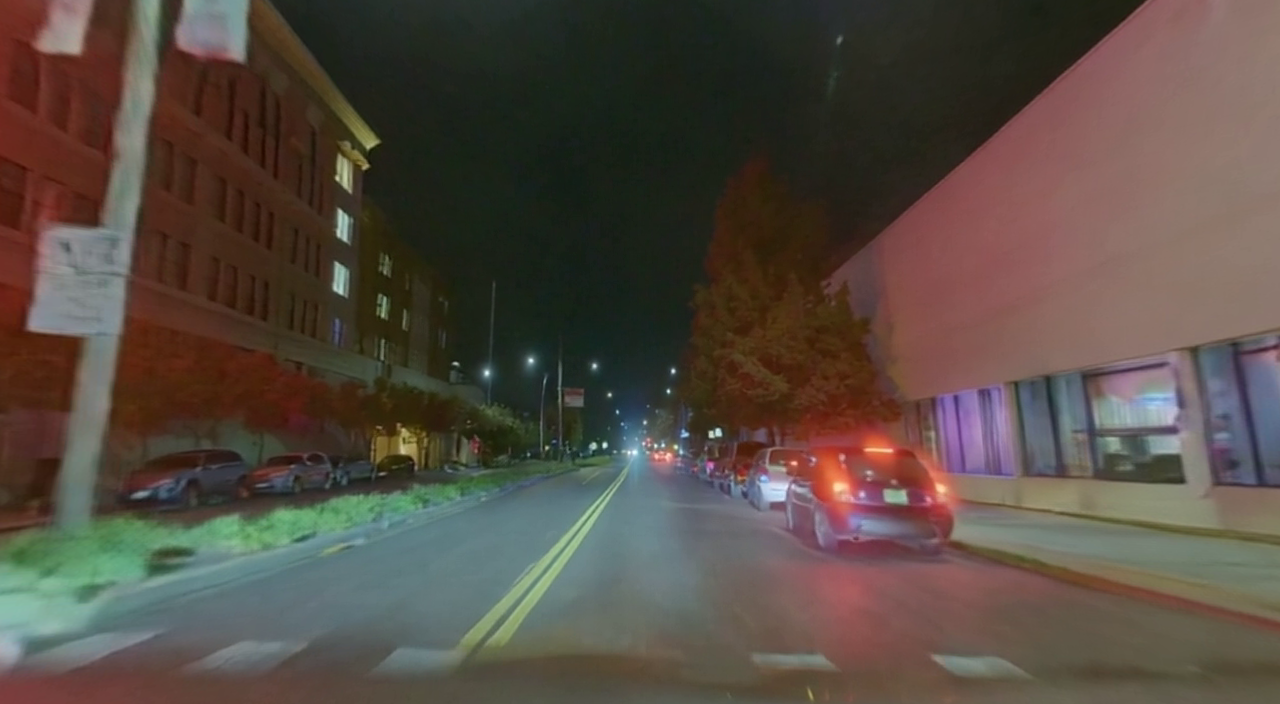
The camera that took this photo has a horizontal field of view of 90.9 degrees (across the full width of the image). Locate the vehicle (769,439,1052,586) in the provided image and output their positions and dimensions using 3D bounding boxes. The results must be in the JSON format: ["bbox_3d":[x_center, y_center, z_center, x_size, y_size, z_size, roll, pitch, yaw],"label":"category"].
[{"bbox_3d":[3.357,2.062,9.019,2.120,1.560,4.402,0,-9,0],"label":"vehicle"}]

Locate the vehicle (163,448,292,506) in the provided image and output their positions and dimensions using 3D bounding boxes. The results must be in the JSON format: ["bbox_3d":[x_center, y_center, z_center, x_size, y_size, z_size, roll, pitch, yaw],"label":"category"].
[{"bbox_3d":[-12.176,3.560,18.500,4.379,1.480,1.956,-8,-12,41],"label":"vehicle"}]

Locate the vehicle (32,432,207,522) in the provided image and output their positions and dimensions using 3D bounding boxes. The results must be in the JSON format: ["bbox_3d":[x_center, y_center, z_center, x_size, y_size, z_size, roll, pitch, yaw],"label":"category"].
[{"bbox_3d":[-12.445,2.865,14.996,4.447,1.790,2.206,-7,-11,39],"label":"vehicle"}]

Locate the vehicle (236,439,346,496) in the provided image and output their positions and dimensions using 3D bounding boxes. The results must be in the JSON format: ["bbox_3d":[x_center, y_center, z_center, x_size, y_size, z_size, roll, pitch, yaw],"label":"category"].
[{"bbox_3d":[-12.575,4.080,22.604,4.606,1.809,1.961,-8,-12,42],"label":"vehicle"}]
